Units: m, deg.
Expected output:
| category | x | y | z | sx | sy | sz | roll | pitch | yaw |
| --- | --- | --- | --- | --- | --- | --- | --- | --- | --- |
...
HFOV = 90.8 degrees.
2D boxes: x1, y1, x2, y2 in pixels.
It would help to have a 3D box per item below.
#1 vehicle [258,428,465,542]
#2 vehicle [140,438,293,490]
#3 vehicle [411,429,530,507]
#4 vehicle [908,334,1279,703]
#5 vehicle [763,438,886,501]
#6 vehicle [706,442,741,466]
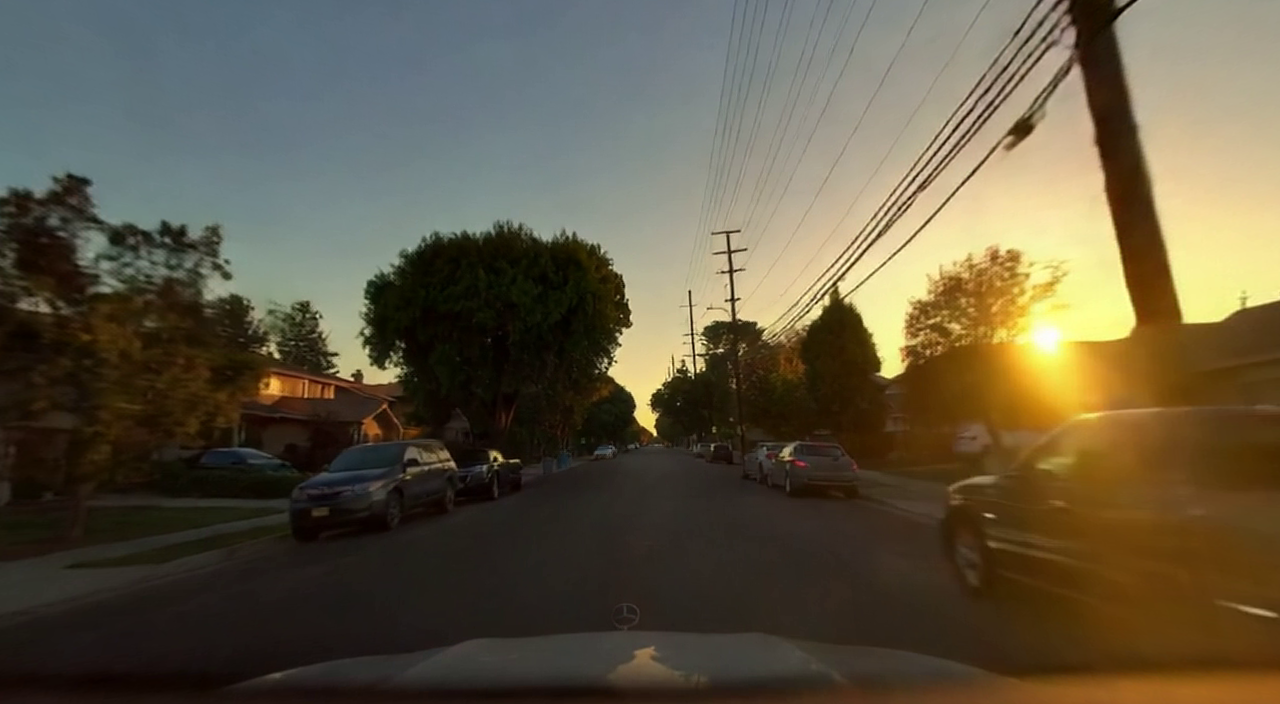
| category | x | y | z | sx | sy | sz | roll | pitch | yaw |
| --- | --- | --- | --- | --- | --- | --- | --- | --- | --- |
| vehicle | -5.332 | 2.595 | 12.875 | 2.118 | 1.753 | 4.377 | -5 | -9 | 2 |
| vehicle | -17.720 | 4.670 | 26.654 | 4.832 | 2.033 | 2.045 | 0 | -8 | -5 |
| vehicle | -4.875 | 3.410 | 18.866 | 2.156 | 1.859 | 4.573 | -4 | -9 | 1 |
| vehicle | 3.852 | 0.986 | 3.808 | 2.122 | 1.809 | 5.421 | -1 | -8 | 1 |
| vehicle | 4.941 | 3.204 | 17.792 | 2.090 | 1.489 | 4.952 | -1 | -8 | 2 |
| vehicle | 5.744 | 7.080 | 44.013 | 1.906 | 1.503 | 4.498 | -1 | -8 | 2 |
